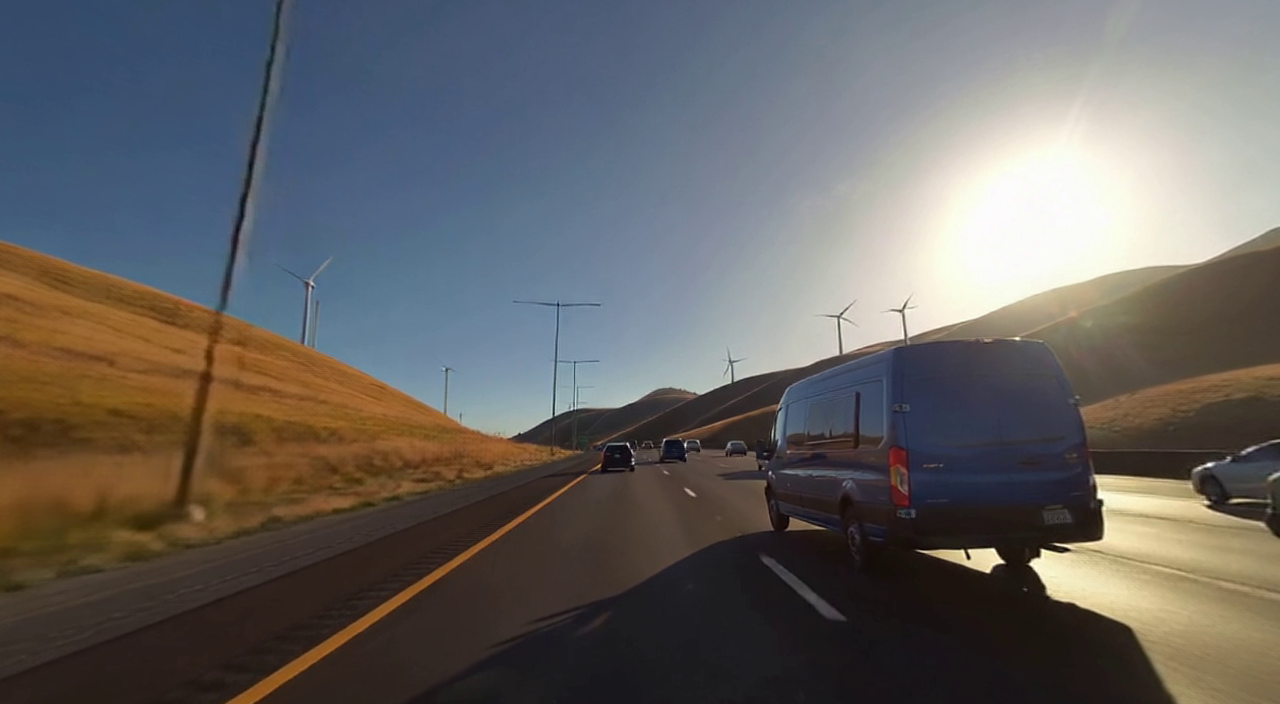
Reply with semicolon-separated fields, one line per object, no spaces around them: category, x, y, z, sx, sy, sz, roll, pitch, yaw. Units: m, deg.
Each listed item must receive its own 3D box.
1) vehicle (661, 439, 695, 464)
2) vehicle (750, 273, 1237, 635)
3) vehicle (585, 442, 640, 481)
vehicle;2.673;7.185;45.612;2.108;1.717;3.996;0;-9;-2
vehicle;3.026;1.125;7.500;2.365;2.630;5.754;0;-9;0
vehicle;-1.071;4.417;25.820;2.082;1.445;3.826;0;-8;-1
